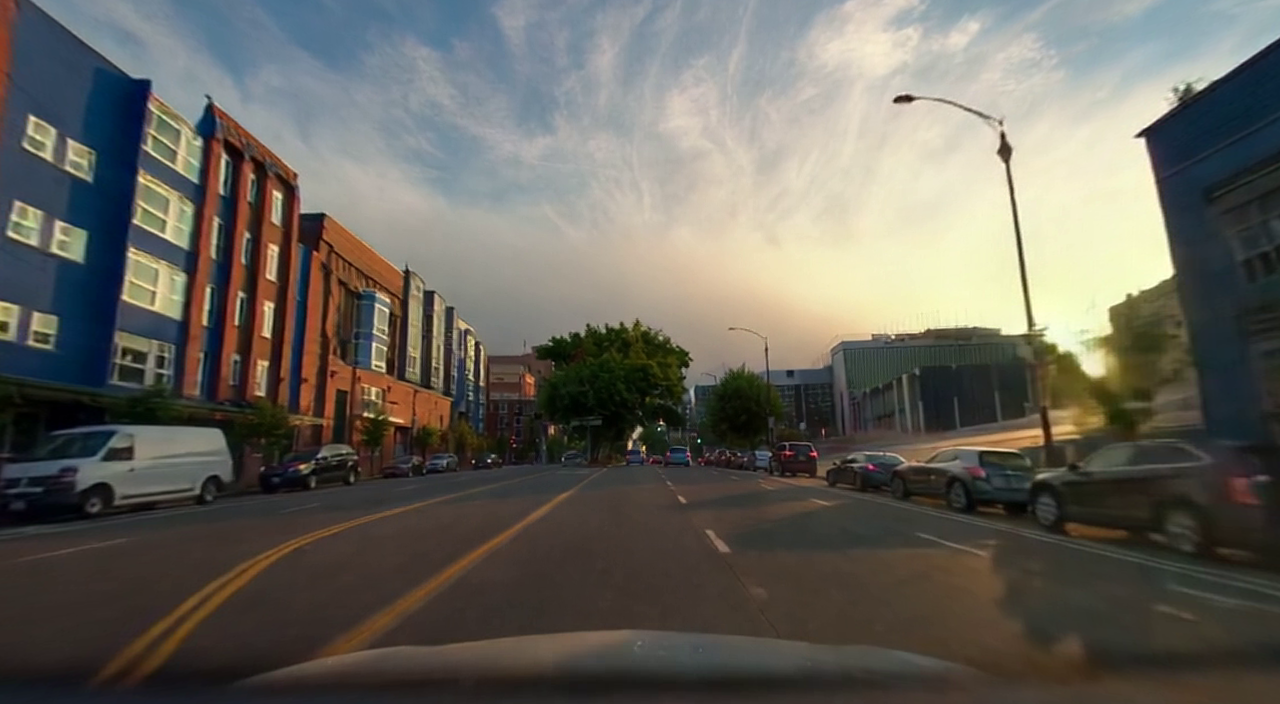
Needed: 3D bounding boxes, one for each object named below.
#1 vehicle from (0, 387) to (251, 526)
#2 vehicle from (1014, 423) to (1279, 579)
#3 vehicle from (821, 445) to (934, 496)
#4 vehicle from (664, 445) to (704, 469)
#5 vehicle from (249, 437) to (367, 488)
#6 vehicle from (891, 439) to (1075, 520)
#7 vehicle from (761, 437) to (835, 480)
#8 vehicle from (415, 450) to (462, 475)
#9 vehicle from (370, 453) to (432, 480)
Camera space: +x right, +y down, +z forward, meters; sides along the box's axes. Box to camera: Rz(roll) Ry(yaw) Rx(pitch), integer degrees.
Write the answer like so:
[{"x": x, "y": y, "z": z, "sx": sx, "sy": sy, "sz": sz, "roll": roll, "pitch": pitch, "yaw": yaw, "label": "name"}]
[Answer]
[{"x": -14.714, "y": 2.833, "z": 17.705, "sx": 3.047, "sy": 3.098, "sz": 6.783, "roll": 0, "pitch": -8, "yaw": 2, "label": "vehicle"}, {"x": 8.001, "y": 1.970, "z": 9.178, "sx": 2.174, "sy": 1.697, "sz": 4.520, "roll": -1, "pitch": -9, "yaw": -2, "label": "vehicle"}, {"x": 7.812, "y": 3.936, "z": 21.334, "sx": 2.018, "sy": 1.489, "sz": 4.620, "roll": -1, "pitch": -9, "yaw": 0, "label": "vehicle"}, {"x": 2.924, "y": 7.119, "z": 43.069, "sx": 2.238, "sy": 1.499, "sz": 4.964, "roll": 0, "pitch": -8, "yaw": -2, "label": "vehicle"}, {"x": -14.346, "y": 4.953, "z": 27.796, "sx": 2.330, "sy": 2.013, "sz": 5.310, "roll": 0, "pitch": -12, "yaw": -1, "label": "vehicle"}, {"x": 7.865, "y": 2.941, "z": 15.025, "sx": 2.054, "sy": 1.628, "sz": 3.841, "roll": -1, "pitch": -9, "yaw": -2, "label": "vehicle"}, {"x": 7.868, "y": 5.367, "z": 31.996, "sx": 2.305, "sy": 1.984, "sz": 5.002, "roll": -1, "pitch": -9, "yaw": -1, "label": "vehicle"}, {"x": -15.001, "y": 8.244, "z": 47.274, "sx": 2.063, "sy": 1.735, "sz": 4.317, "roll": 0, "pitch": -8, "yaw": 1, "label": "vehicle"}, {"x": -15.013, "y": 7.189, "z": 39.930, "sx": 1.953, "sy": 1.456, "sz": 4.690, "roll": 0, "pitch": -8, "yaw": 2, "label": "vehicle"}]
